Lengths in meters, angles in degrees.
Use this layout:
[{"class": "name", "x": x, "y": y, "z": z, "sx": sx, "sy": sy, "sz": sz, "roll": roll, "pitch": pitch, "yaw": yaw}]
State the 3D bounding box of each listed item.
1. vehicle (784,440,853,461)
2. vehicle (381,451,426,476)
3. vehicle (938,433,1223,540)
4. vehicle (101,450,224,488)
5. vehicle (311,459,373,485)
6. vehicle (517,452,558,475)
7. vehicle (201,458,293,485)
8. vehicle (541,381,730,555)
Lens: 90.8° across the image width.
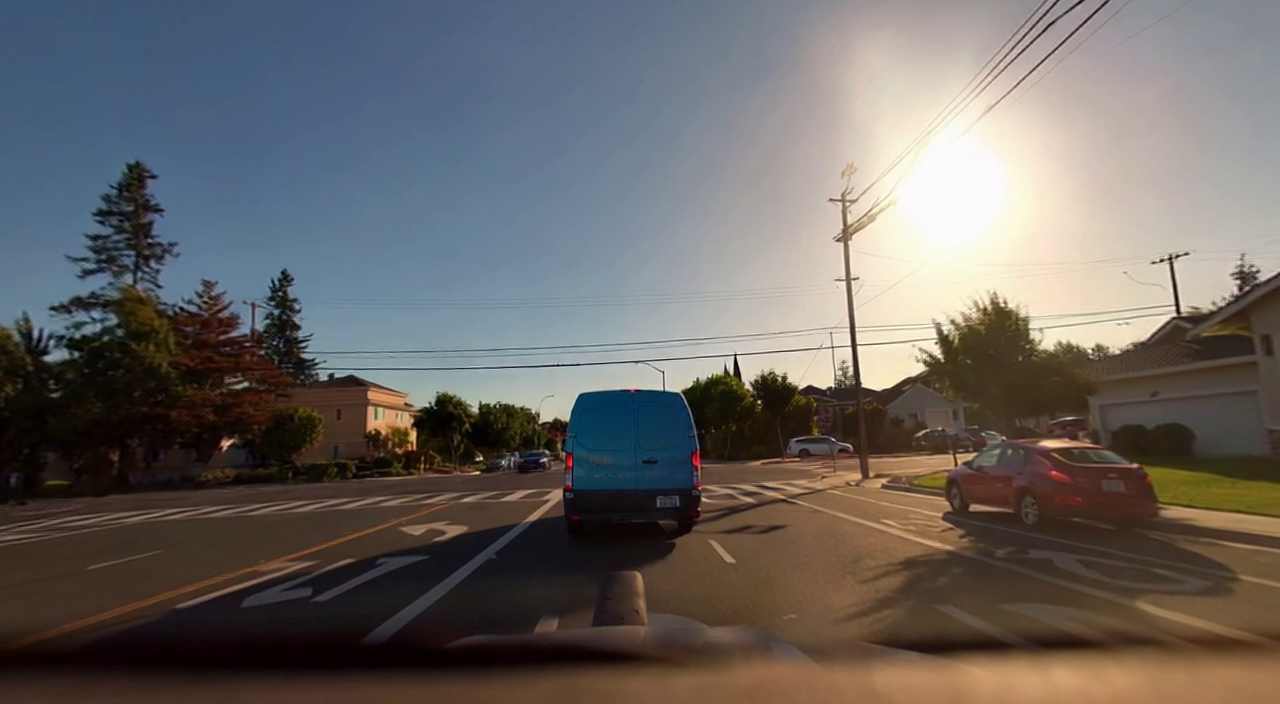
[{"class": "vehicle", "x": 13.034, "y": 7.237, "z": 46.302, "sx": 4.483, "sy": 1.463, "sz": 1.805, "roll": 0, "pitch": -9, "yaw": 0}, {"class": "vehicle", "x": -17.958, "y": 8.449, "z": 48.216, "sx": 1.841, "sy": 1.769, "sz": 4.105, "roll": 0, "pitch": -9, "yaw": -1}, {"class": "vehicle", "x": 7.347, "y": 2.247, "z": 11.221, "sx": 1.883, "sy": 1.504, "sz": 4.220, "roll": 0, "pitch": -9, "yaw": -2}, {"class": "vehicle", "x": -26.882, "y": 6.597, "z": 35.700, "sx": 5.026, "sy": 2.017, "sz": 2.215, "roll": 0, "pitch": -9, "yaw": -1}, {"class": "vehicle", "x": -18.379, "y": 7.414, "z": 39.154, "sx": 1.816, "sy": 1.445, "sz": 4.120, "roll": 0, "pitch": -9, "yaw": 1}, {"class": "vehicle", "x": -7.100, "y": 7.758, "z": 44.258, "sx": 1.962, "sy": 1.481, "sz": 4.434, "roll": -1, "pitch": -9, "yaw": 3}, {"class": "vehicle", "x": -27.327, "y": 8.332, "z": 44.095, "sx": 4.972, "sy": 1.776, "sz": 2.057, "roll": 0, "pitch": -9, "yaw": -1}, {"class": "vehicle", "x": -0.206, "y": 1.799, "z": 10.369, "sx": 2.342, "sy": 2.142, "sz": 4.809, "roll": 0, "pitch": -9, "yaw": -4}]
